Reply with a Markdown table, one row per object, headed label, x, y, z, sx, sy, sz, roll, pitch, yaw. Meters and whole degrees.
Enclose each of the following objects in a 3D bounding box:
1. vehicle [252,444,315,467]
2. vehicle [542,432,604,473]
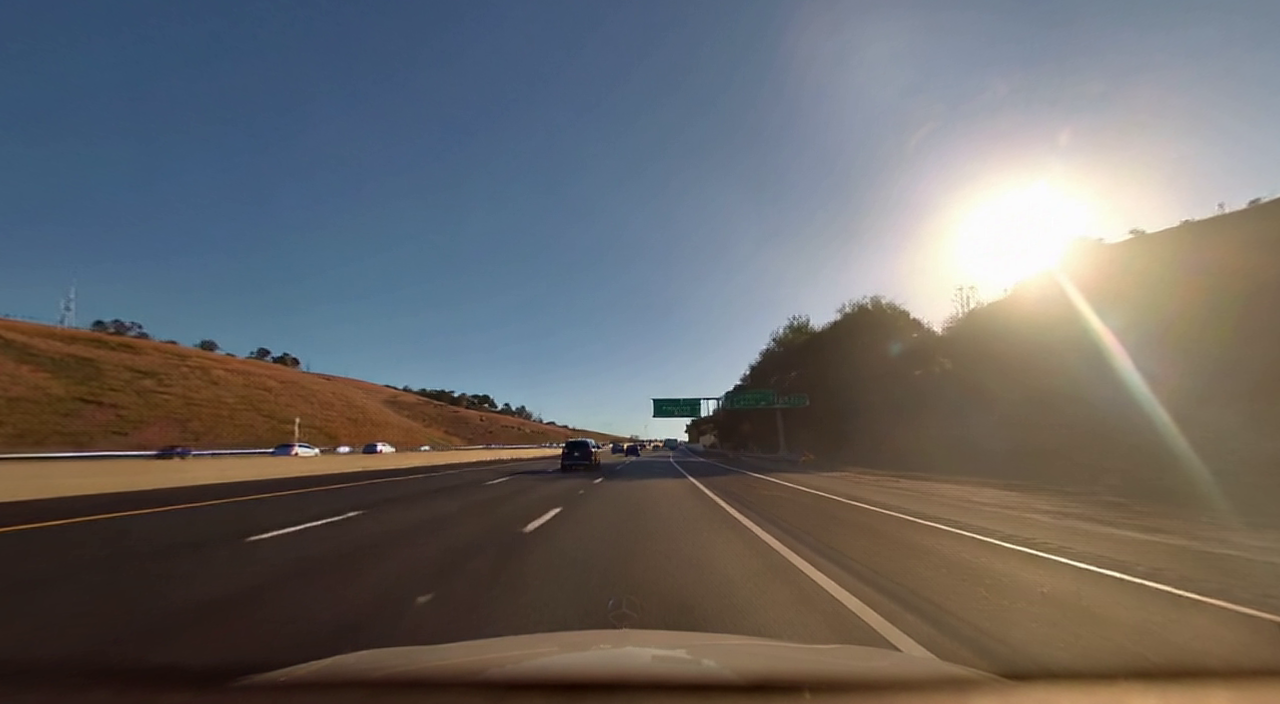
| label | x | y | z | sx | sy | sz | roll | pitch | yaw |
| --- | --- | --- | --- | --- | --- | --- | --- | --- | --- |
| vehicle | -27.685 | 8.030 | 48.937 | 2.016 | 1.671 | 4.537 | 0 | -8 | 3 |
| vehicle | -3.283 | 5.073 | 31.972 | 2.413 | 1.896 | 5.218 | 0 | -8 | 2 |
